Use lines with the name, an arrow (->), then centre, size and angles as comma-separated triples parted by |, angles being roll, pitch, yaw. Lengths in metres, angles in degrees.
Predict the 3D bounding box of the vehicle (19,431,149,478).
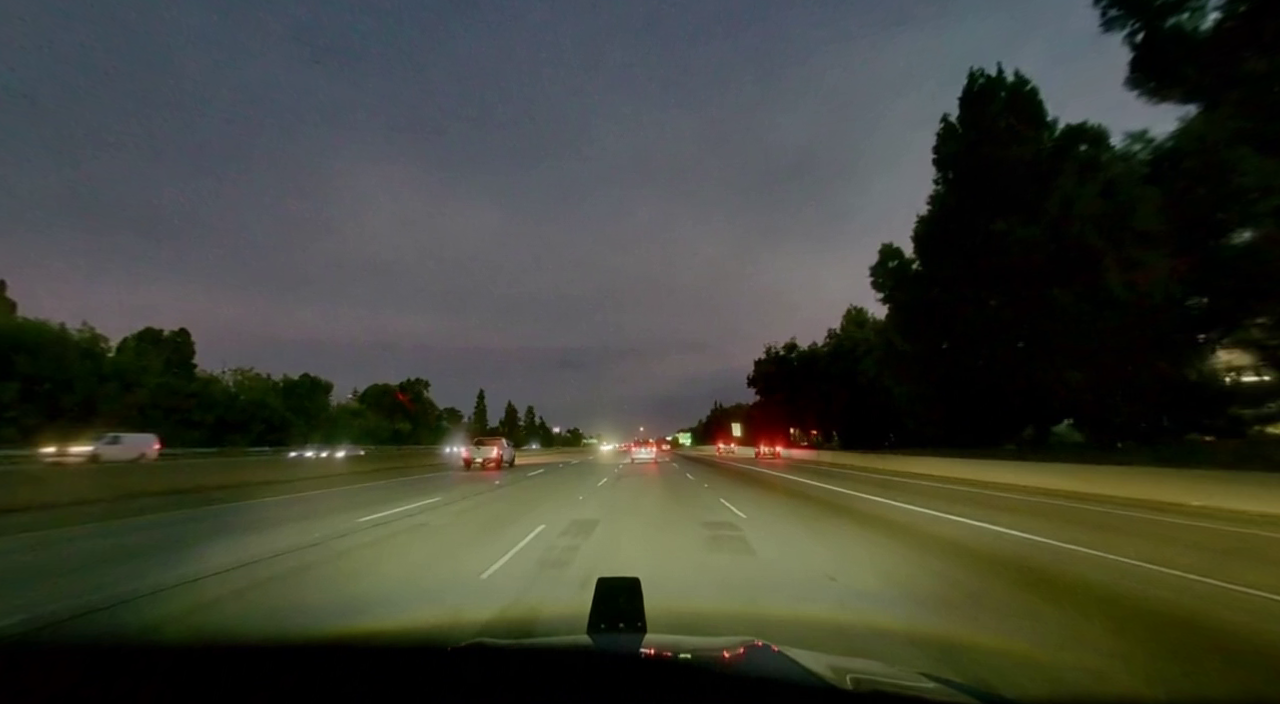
vehicle -> -29.290, 5.395, 33.491 | 2.171, 2.237, 5.038 | 0, -8, 1

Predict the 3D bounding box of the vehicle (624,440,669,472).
vehicle -> 0.292, 5.200, 31.852 | 2.112, 1.482, 4.082 | 0, -8, 0

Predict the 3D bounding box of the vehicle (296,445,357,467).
vehicle -> -21.618, 7.153, 43.653 | 1.850, 1.444, 4.446 | 0, -8, 1

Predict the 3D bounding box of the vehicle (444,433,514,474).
vehicle -> -7.535, 4.777, 29.972 | 2.093, 1.789, 4.399 | 0, -8, 1
